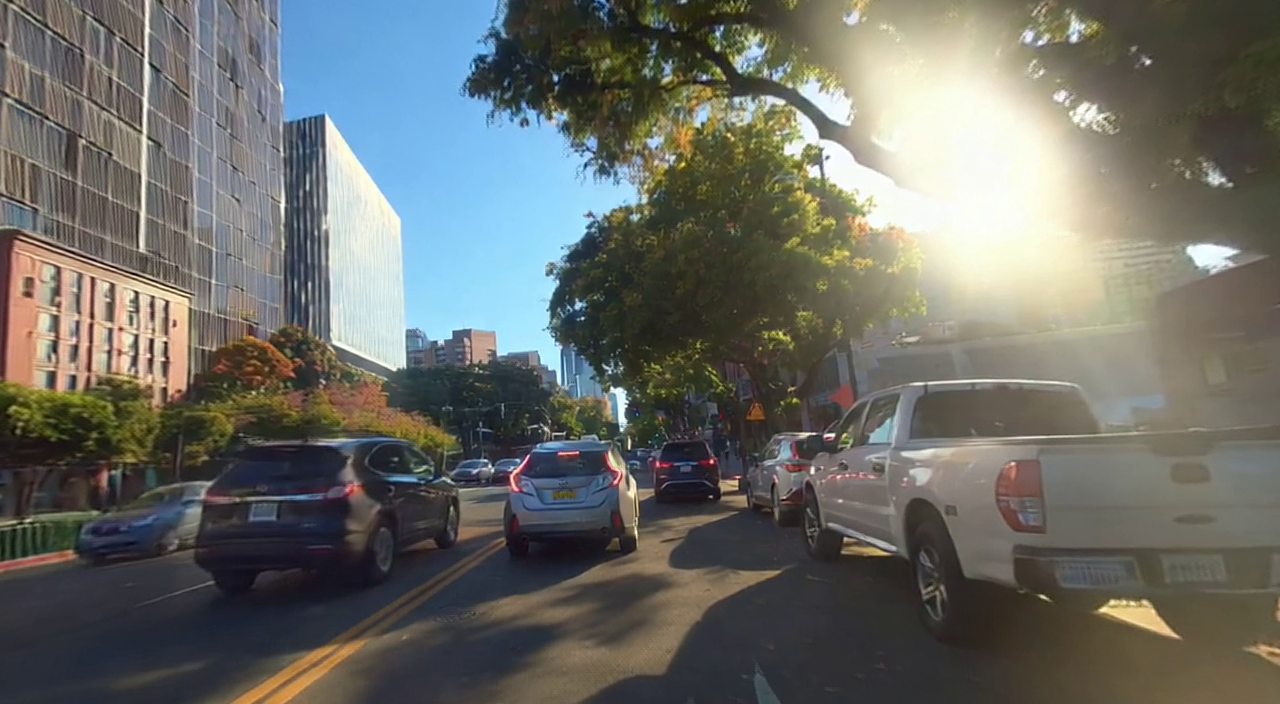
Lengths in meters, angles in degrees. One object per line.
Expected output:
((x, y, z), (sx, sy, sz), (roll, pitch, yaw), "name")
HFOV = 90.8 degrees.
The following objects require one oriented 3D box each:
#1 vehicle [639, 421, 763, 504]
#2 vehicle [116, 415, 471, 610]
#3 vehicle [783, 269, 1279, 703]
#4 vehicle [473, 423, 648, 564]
((1.893, 3.039, 17.759), (2.352, 1.953, 4.798), (-3, -9, 19), "vehicle")
((-3.906, 1.867, 8.363), (2.000, 1.818, 4.668), (0, -9, 0), "vehicle")
((2.992, 1.036, 5.368), (2.225, 2.070, 5.264), (0, -9, -1), "vehicle")
((-0.924, 1.991, 9.603), (2.076, 1.667, 3.948), (0, -9, 1), "vehicle")
